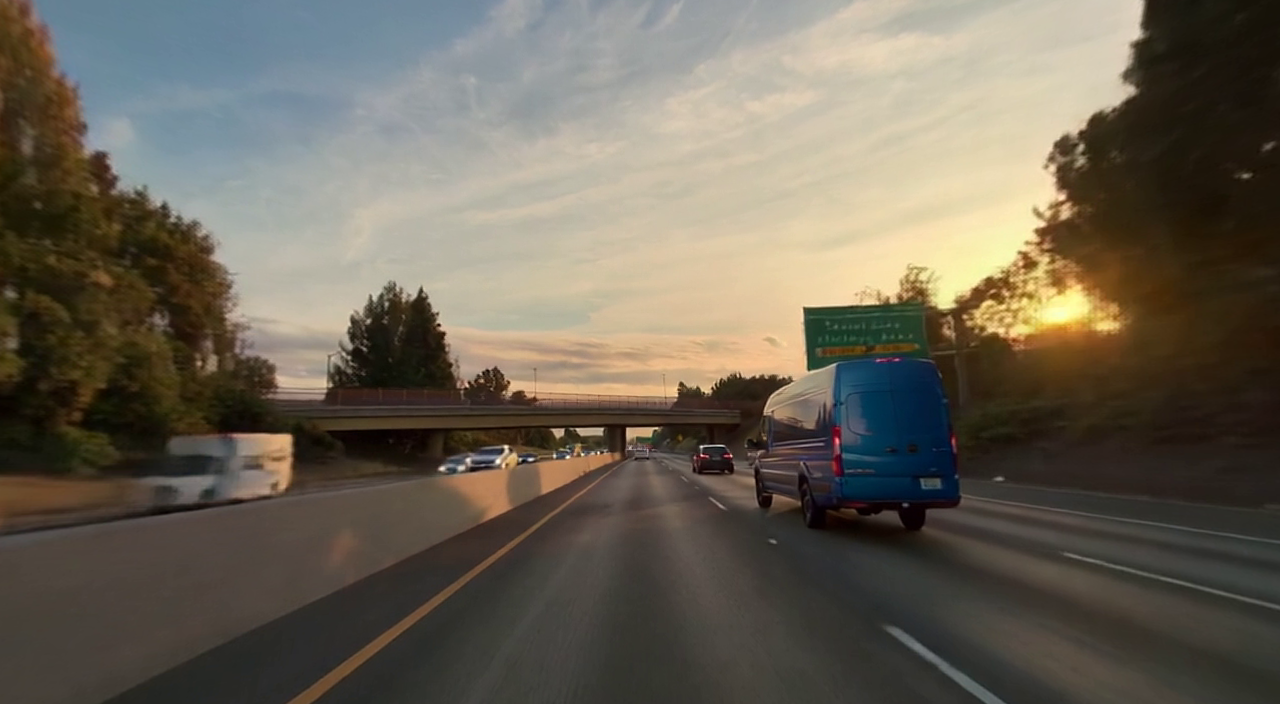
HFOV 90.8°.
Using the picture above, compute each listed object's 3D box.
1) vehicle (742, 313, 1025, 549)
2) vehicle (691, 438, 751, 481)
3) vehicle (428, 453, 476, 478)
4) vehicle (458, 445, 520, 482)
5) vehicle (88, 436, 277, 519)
[{"bbox_3d":[3.783,1.555,11.929,2.460,3.155,6.902,0,-9,-1],"label":"vehicle"},{"bbox_3d":[3.516,4.769,28.147,2.009,1.731,4.149,0,-9,-1],"label":"vehicle"},{"bbox_3d":[-11.298,6.822,38.115,1.629,1.339,4.110,0,-9,0],"label":"vehicle"},{"bbox_3d":[-8.014,5.995,34.173,1.909,1.821,5.661,0,-9,1],"label":"vehicle"},{"bbox_3d":[-14.611,3.991,20.709,2.215,2.322,5.175,0,-9,0],"label":"vehicle"}]
